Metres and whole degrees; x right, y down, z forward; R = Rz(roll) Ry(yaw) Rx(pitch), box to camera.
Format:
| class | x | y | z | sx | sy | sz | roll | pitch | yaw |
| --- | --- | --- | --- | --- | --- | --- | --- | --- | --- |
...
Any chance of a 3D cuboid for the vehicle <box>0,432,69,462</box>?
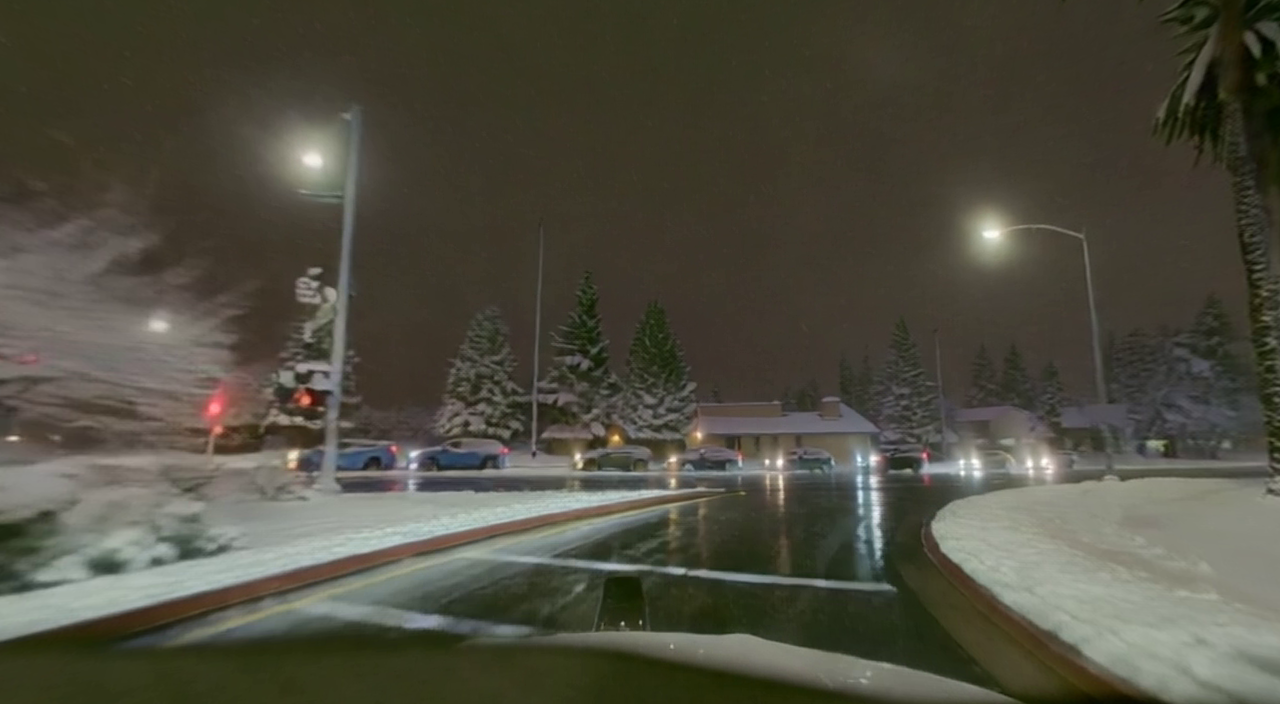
| class | x | y | z | sx | sy | sz | roll | pitch | yaw |
| --- | --- | --- | --- | --- | --- | --- | --- | --- | --- |
| vehicle | -38.867 | 6.122 | 40.336 | 2.114 | 1.784 | 4.450 | 5 | -10 | -30 |

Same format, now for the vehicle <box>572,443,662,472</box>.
| class | x | y | z | sx | sy | sz | roll | pitch | yaw |
| --- | --- | --- | --- | --- | --- | --- | --- | --- | --- |
| vehicle | -1.350 | 6.351 | 37.690 | 5.112 | 1.593 | 1.865 | 5 | -12 | -29 |

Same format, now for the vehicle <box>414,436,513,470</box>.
| class | x | y | z | sx | sy | sz | roll | pitch | yaw |
| --- | --- | --- | --- | --- | --- | --- | --- | --- | --- |
| vehicle | -9.296 | 5.323 | 33.202 | 4.713 | 1.664 | 1.909 | 4 | -11 | -30 |

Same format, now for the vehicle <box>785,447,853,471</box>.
| class | x | y | z | sx | sy | sz | roll | pitch | yaw |
| --- | --- | --- | --- | --- | --- | --- | --- | --- | --- |
| vehicle | 12.088 | 7.191 | 42.359 | 4.356 | 1.543 | 1.844 | 6 | -10 | -30 |

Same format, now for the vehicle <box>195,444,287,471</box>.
| class | x | y | z | sx | sy | sz | roll | pitch | yaw |
| --- | --- | --- | --- | --- | --- | --- | --- | --- | --- |
| vehicle | -23.388 | 6.226 | 37.000 | 4.389 | 1.502 | 1.794 | 5 | -10 | -30 |

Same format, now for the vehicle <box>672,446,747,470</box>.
| class | x | y | z | sx | sy | sz | roll | pitch | yaw |
| --- | --- | --- | --- | --- | --- | --- | --- | --- | --- |
| vehicle | 4.612 | 6.988 | 41.347 | 4.774 | 1.493 | 1.854 | 6 | -10 | -30 |

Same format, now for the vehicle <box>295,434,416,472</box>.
| class | x | y | z | sx | sy | sz | roll | pitch | yaw |
| --- | --- | --- | --- | --- | --- | --- | --- | --- | --- |
| vehicle | -12.622 | 4.530 | 27.931 | 4.648 | 1.501 | 1.862 | 7 | -11 | -29 |
